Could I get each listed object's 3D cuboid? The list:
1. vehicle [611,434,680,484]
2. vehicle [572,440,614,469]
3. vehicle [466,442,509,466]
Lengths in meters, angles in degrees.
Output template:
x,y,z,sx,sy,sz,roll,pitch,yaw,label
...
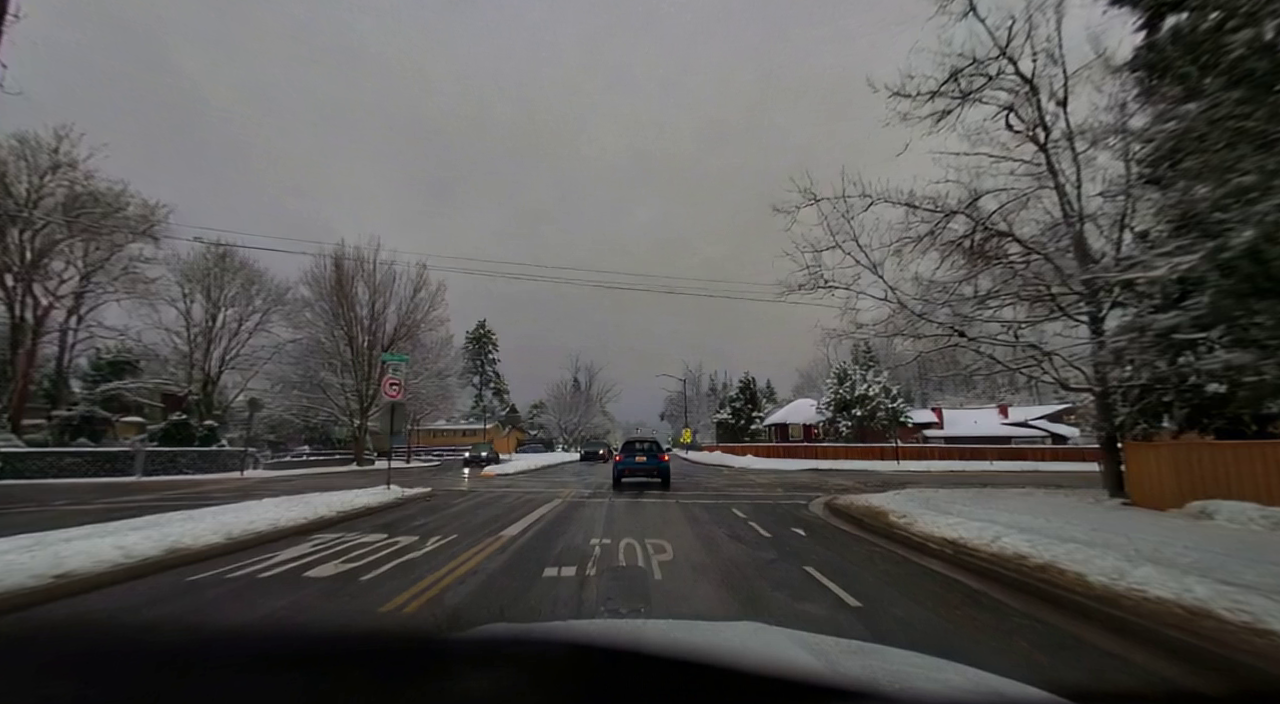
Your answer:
x,y,z,sx,sy,sz,roll,pitch,yaw,label
0.235,3.869,23.033,2.290,1.653,4.127,0,-8,1,vehicle
-2.850,6.364,39.423,2.067,1.546,4.988,2,-7,2,vehicle
-11.292,7.553,46.829,2.103,1.679,4.199,0,-8,1,vehicle
